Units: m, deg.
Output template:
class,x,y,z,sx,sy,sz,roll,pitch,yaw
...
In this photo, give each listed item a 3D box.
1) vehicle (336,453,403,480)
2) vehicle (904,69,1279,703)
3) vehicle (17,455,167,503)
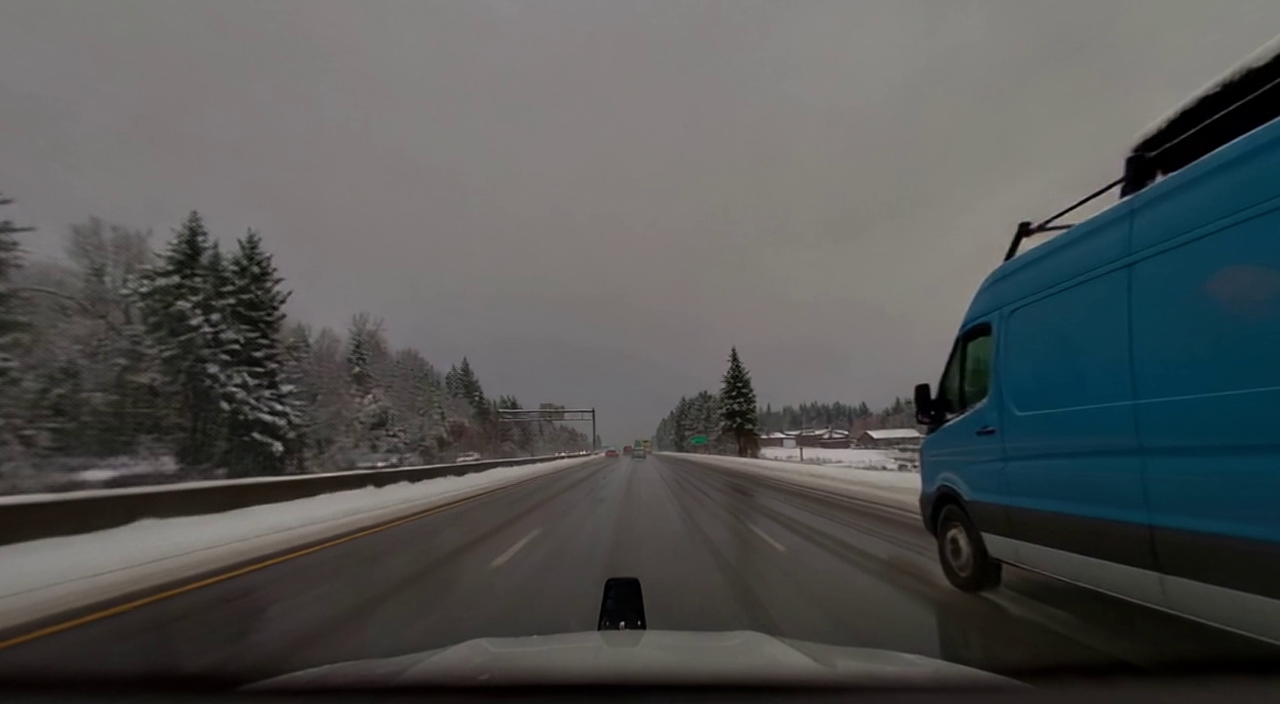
class,x,y,z,sx,sy,sz,roll,pitch,yaw
vehicle,-16.129,6.820,37.811,2.040,1.468,4.504,0,-9,-1
vehicle,3.935,0.260,2.772,2.527,2.809,6.831,0,-9,0
vehicle,-19.746,4.554,22.969,1.865,1.520,3.984,0,-9,0
